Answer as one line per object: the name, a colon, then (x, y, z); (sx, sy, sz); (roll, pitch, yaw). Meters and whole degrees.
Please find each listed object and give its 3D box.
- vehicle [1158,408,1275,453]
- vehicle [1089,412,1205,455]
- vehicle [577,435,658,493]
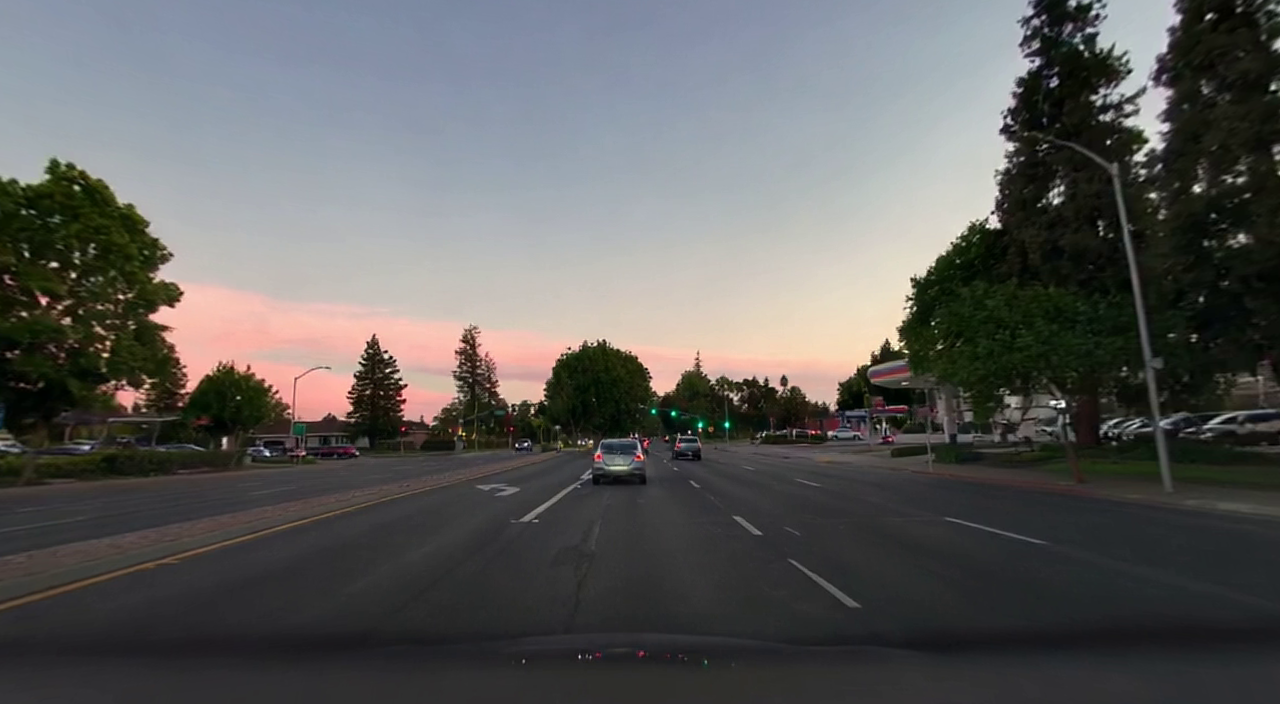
vehicle: (34.383, 4.777, 37.930); (2.198, 2.514, 5.038); (0, -8, 2)
vehicle: (30.347, 4.967, 38.101); (2.305, 2.369, 5.485); (0, -8, -1)
vehicle: (-0.579, 3.126, 17.900); (2.040, 1.451, 3.736); (0, -8, 0)
